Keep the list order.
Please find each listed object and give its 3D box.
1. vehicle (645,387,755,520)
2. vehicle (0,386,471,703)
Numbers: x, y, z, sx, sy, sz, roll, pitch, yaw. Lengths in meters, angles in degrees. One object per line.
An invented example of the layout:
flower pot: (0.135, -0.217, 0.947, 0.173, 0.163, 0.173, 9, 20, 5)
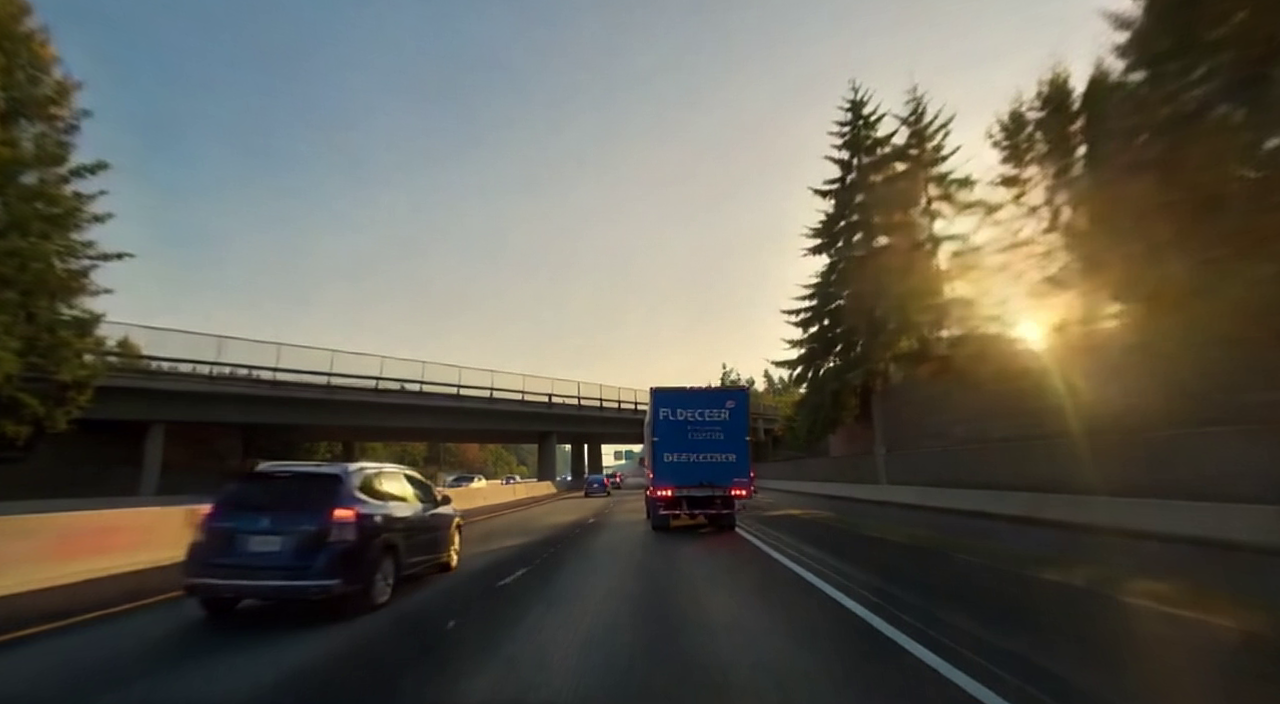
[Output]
vehicle: (1.771, 3.775, 23.017, 2.980, 3.834, 9.423, 0, -10, 0)
vehicle: (-3.051, 1.380, 4.679, 2.124, 1.653, 4.857, 0, -10, 1)
